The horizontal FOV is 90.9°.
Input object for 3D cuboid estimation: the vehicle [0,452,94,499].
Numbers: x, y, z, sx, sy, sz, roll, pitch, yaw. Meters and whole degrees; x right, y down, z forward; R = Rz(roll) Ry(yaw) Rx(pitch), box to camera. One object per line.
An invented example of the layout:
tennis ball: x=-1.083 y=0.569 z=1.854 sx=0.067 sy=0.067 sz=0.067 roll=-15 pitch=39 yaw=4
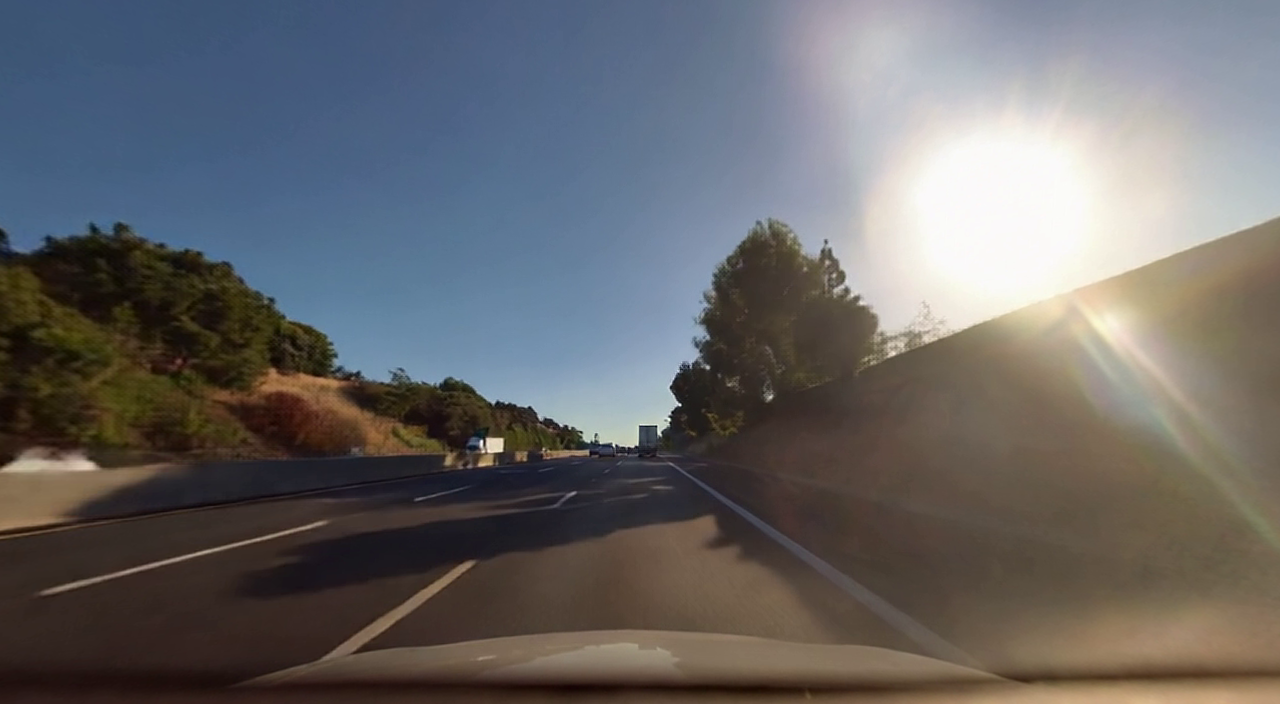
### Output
vehicle: x=-21.749 y=4.211 z=21.609 sx=1.943 sy=1.490 sz=4.482 roll=0 pitch=-9 yaw=1
